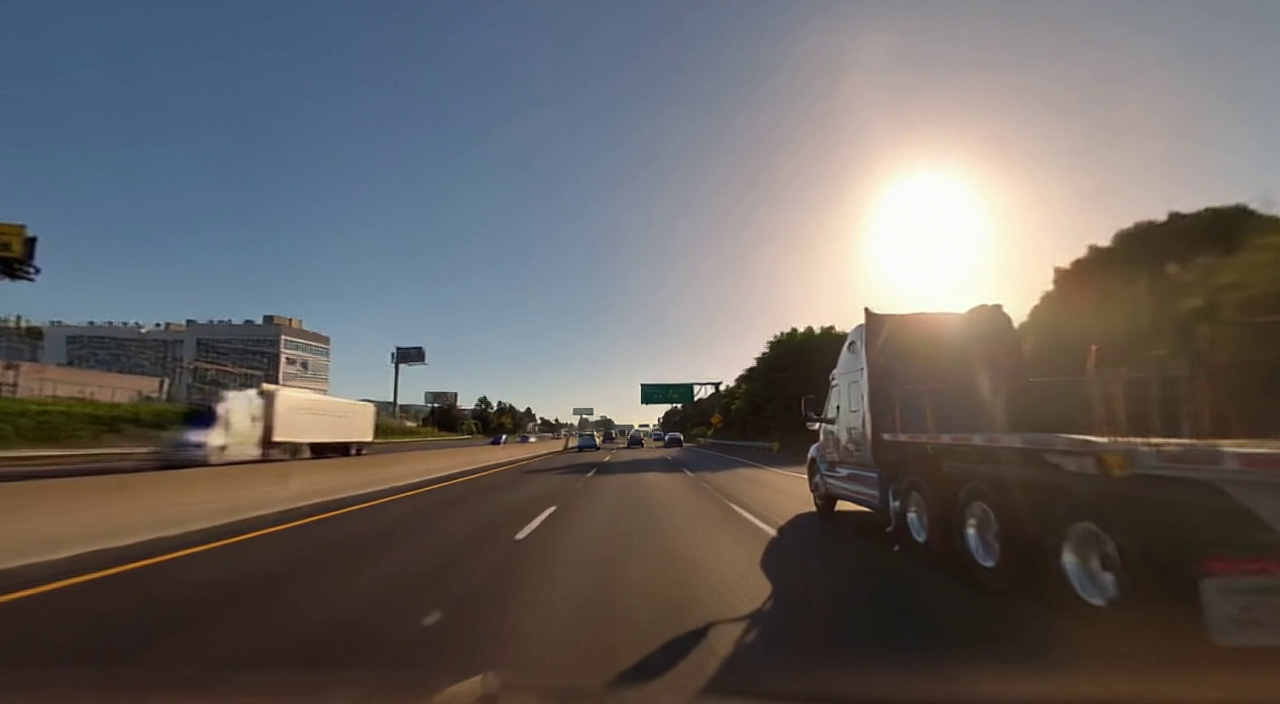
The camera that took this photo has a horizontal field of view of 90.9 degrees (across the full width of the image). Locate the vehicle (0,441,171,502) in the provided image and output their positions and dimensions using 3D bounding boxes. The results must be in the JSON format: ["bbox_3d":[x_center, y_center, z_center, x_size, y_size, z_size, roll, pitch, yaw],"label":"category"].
[{"bbox_3d":[-15.575,3.234,17.606,1.861,1.460,3.997,0,-8,-1],"label":"vehicle"}]

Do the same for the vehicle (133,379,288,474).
[{"bbox_3d":[-19.986,3.557,29.874,3.076,4.017,5.908,0,-8,-1],"label":"vehicle"}]

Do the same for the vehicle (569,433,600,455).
[{"bbox_3d":[-3.884,6.539,44.724,1.930,1.484,3.849,0,-8,-1],"label":"vehicle"}]

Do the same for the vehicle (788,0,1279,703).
[{"bbox_3d":[3.669,0.180,5.756,3.027,3.796,6.035,0,-8,-1],"label":"vehicle"}]
